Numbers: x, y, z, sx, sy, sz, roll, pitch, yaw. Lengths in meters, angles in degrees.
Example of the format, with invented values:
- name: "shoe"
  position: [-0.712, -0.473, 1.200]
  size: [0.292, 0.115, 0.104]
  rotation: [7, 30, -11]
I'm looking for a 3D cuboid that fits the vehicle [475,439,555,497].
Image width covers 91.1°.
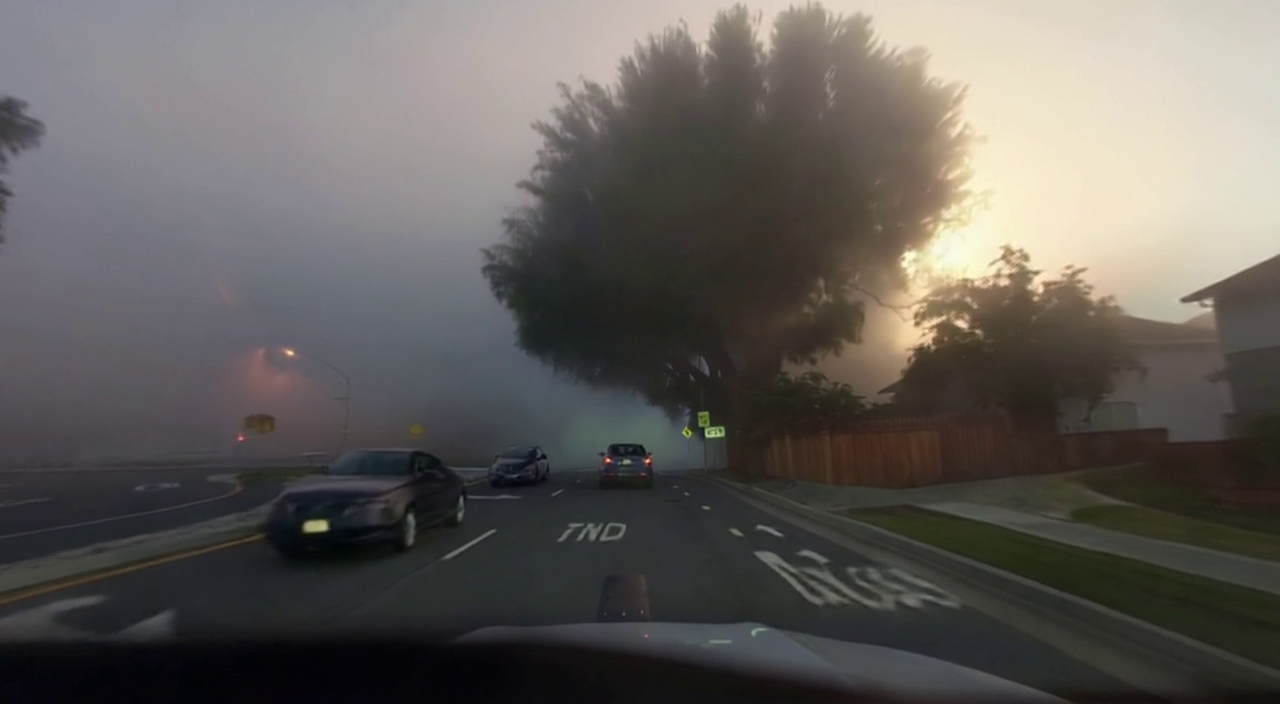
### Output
- name: "vehicle"
  position: [-3.651, 3.427, 18.982]
  size: [1.986, 1.561, 3.805]
  rotation: [1, -8, -6]

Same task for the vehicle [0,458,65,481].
- name: "vehicle"
  position: [-45.708, 8.668, 46.368]
  size: [4.355, 1.642, 1.950]
  rotation: [0, -8, -2]

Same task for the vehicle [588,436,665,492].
- name: "vehicle"
  position: [-0.559, 3.650, 20.838]
  size: [2.290, 1.653, 4.127]
  rotation: [1, -8, -4]

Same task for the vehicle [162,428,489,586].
- name: "vehicle"
  position: [-3.892, 1.925, 9.099]
  size: [2.067, 1.546, 4.988]
  rotation: [2, -7, 1]
